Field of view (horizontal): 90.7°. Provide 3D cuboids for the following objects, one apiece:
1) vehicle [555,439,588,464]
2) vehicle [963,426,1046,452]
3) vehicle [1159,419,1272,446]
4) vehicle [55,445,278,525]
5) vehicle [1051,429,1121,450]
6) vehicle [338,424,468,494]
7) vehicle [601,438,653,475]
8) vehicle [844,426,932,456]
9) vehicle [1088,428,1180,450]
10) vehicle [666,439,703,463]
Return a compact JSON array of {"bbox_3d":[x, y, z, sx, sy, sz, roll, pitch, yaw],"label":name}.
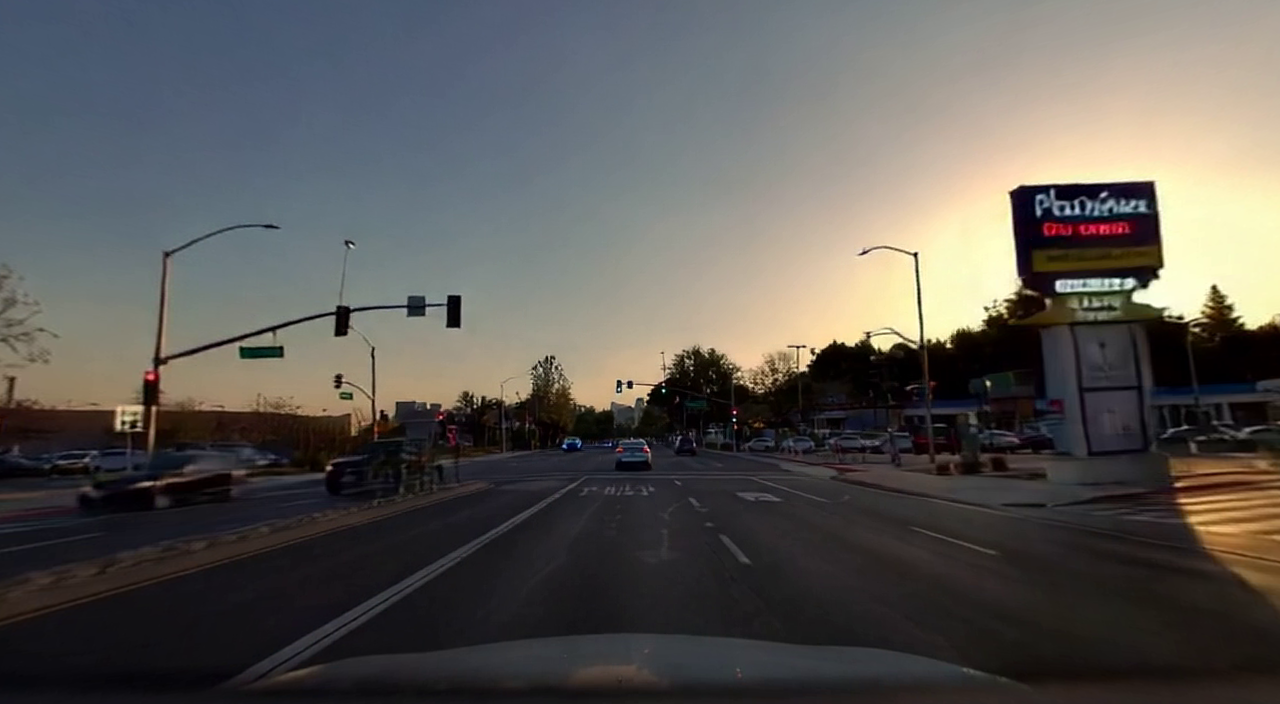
[{"bbox_3d":[-5.309,7.715,49.464,2.032,1.747,4.479,-2,-8,0],"label":"vehicle"},{"bbox_3d":[25.045,6.016,43.612,4.473,1.751,1.909,0,-9,-1],"label":"vehicle"},{"bbox_3d":[43.042,6.060,47.416,6.181,1.903,2.214,0,-9,-1],"label":"vehicle"},{"bbox_3d":[-11.697,3.261,16.240,2.039,1.630,4.878,1,-8,-2],"label":"vehicle"},{"bbox_3d":[33.162,6.521,47.084,3.696,1.532,1.927,0,-9,-2],"label":"vehicle"},{"bbox_3d":[-8.568,3.946,23.754,2.440,2.225,6.346,0,-9,-1],"label":"vehicle"},{"bbox_3d":[-0.580,4.652,28.421,2.160,1.508,4.319,0,-9,-1],"label":"vehicle"},{"bbox_3d":[17.095,6.182,43.822,5.173,1.976,2.223,0,-9,0],"label":"vehicle"},{"bbox_3d":[34.121,6.040,43.784,4.668,1.469,1.963,0,-9,-1],"label":"vehicle"},{"bbox_3d":[2.996,6.753,43.217,2.060,1.471,4.168,0,-9,-2],"label":"vehicle"}]
